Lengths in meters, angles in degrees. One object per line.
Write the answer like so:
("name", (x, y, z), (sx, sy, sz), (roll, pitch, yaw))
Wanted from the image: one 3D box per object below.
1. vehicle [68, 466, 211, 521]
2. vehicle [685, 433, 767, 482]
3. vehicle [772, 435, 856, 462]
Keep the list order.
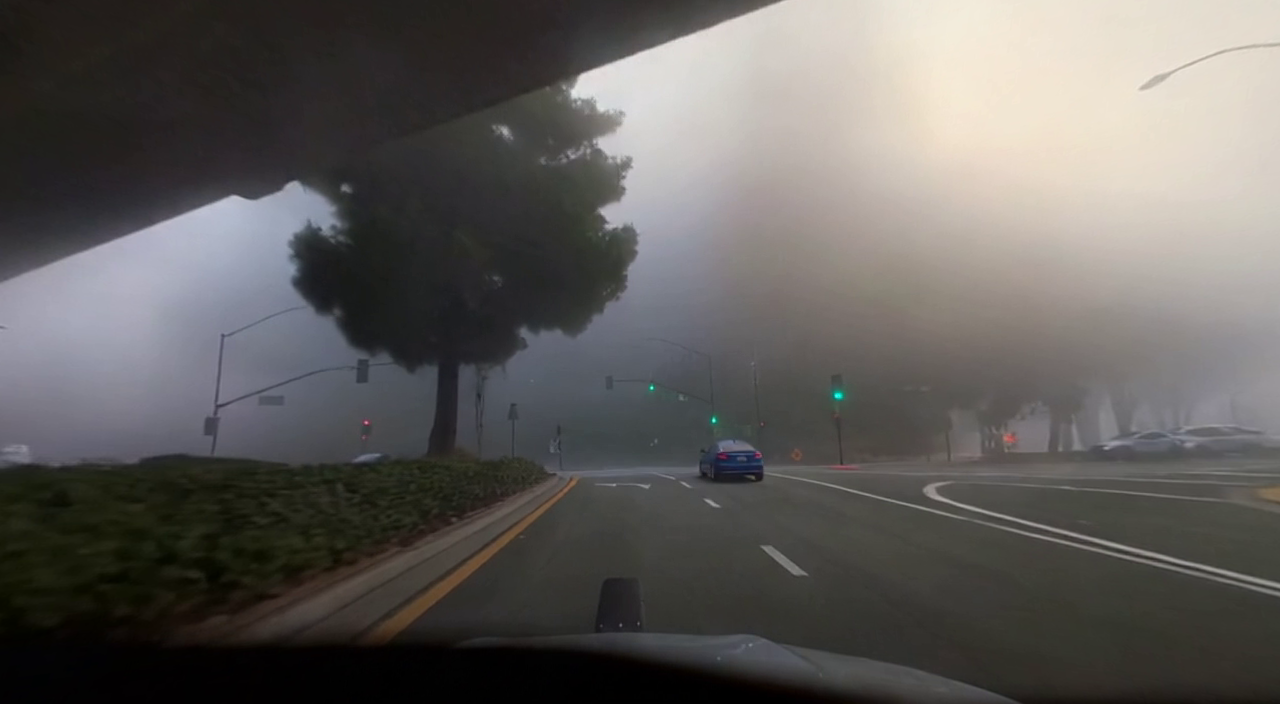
("vehicle", (-17.078, 4.822, 21.825), (1.863, 1.469, 3.767), (-1, -7, 0))
("vehicle", (2.827, 3.606, 21.832), (2.062, 1.484, 4.332), (0, -8, -2))
("vehicle", (10.903, 6.052, 39.606), (4.760, 1.571, 1.859), (-5, -9, 27))
